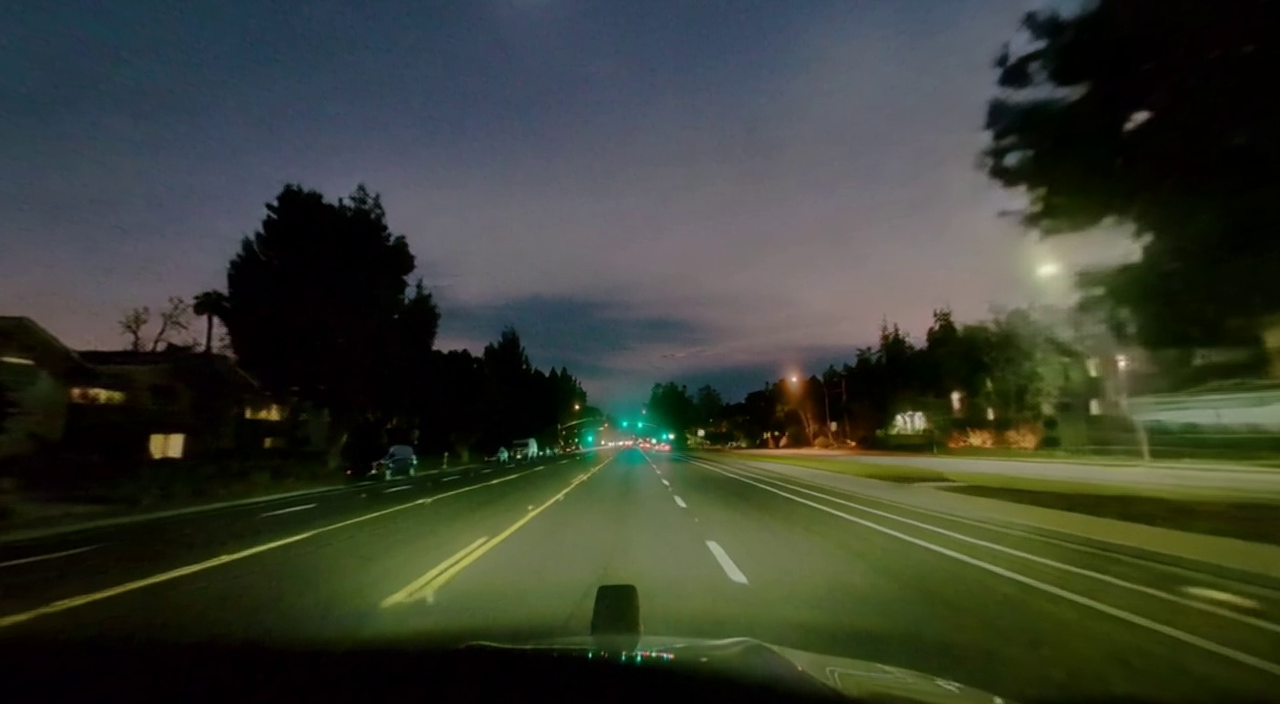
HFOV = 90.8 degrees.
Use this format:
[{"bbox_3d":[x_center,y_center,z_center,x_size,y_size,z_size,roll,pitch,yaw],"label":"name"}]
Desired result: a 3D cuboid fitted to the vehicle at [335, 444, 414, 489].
[{"bbox_3d":[-12.342,5.305,29.690,2.000,1.821,4.314,-2,-8,-3],"label":"vehicle"}]
